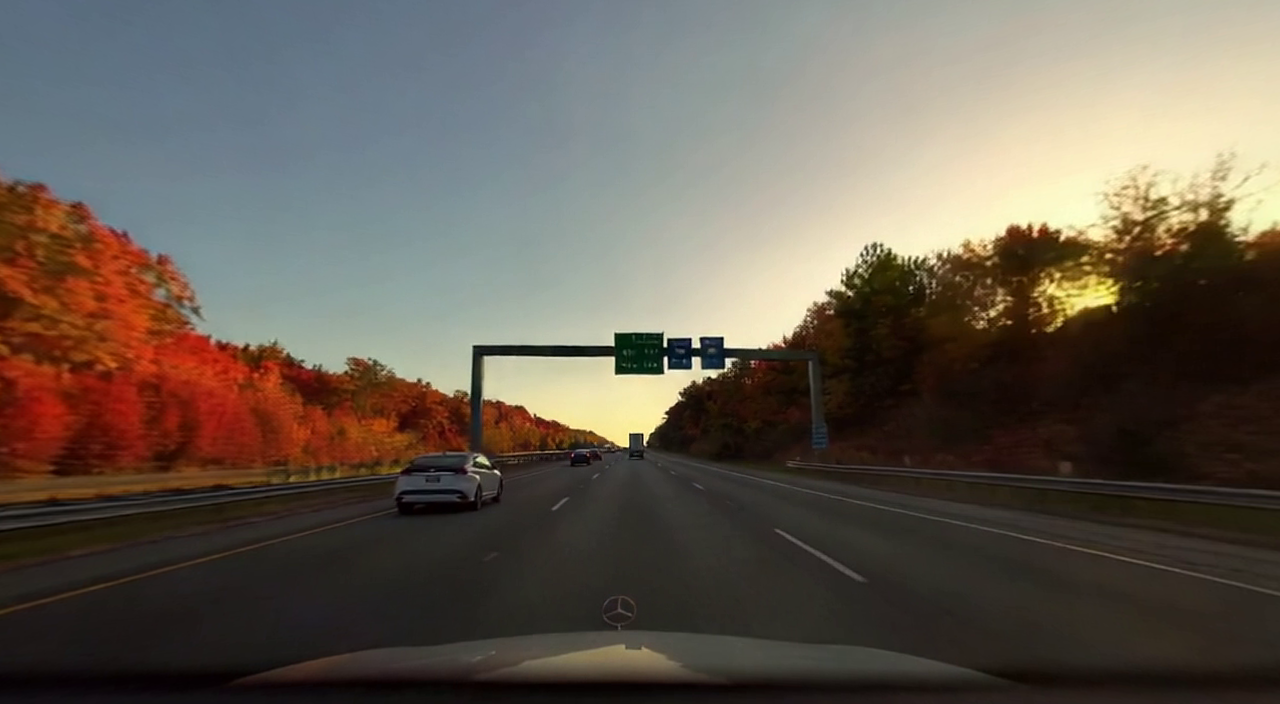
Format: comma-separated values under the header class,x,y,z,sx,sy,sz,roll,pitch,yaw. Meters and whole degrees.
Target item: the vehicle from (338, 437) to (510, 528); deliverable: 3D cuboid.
class,x,y,z,sx,sy,sz,roll,pitch,yaw
vehicle,-4.101,2.537,12.741,2.071,1.525,4.058,0,-9,0
